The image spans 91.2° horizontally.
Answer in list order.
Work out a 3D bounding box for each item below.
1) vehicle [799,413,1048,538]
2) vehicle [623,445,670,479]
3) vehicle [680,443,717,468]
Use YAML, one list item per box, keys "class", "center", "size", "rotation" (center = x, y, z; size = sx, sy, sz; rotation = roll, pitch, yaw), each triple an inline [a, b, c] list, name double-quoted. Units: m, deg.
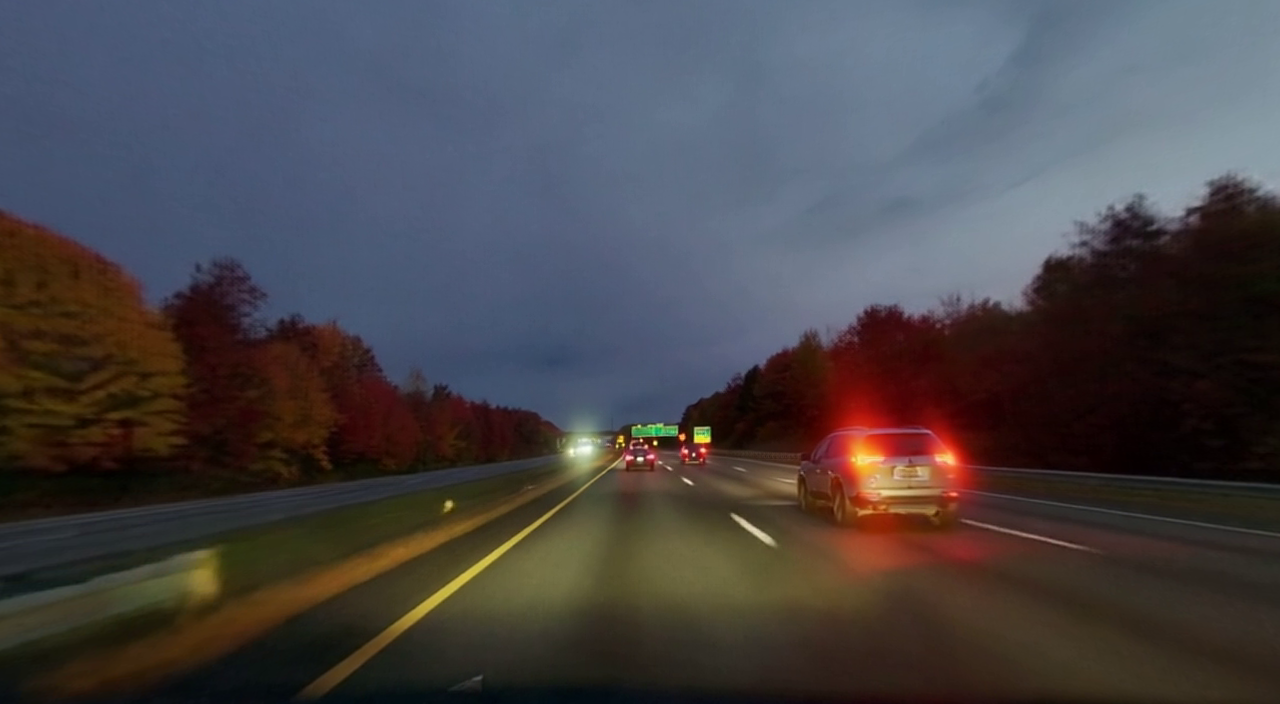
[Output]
- class: "vehicle"
  center: [4.535, 2.070, 11.017]
  size: [2.250, 1.718, 4.358]
  rotation: [0, -9, -1]
- class: "vehicle"
  center: [0.236, 5.027, 28.885]
  size: [2.037, 1.418, 3.793]
  rotation: [0, -9, -1]
- class: "vehicle"
  center: [3.767, 6.751, 40.974]
  size: [1.959, 1.528, 4.207]
  rotation: [0, -9, -1]
